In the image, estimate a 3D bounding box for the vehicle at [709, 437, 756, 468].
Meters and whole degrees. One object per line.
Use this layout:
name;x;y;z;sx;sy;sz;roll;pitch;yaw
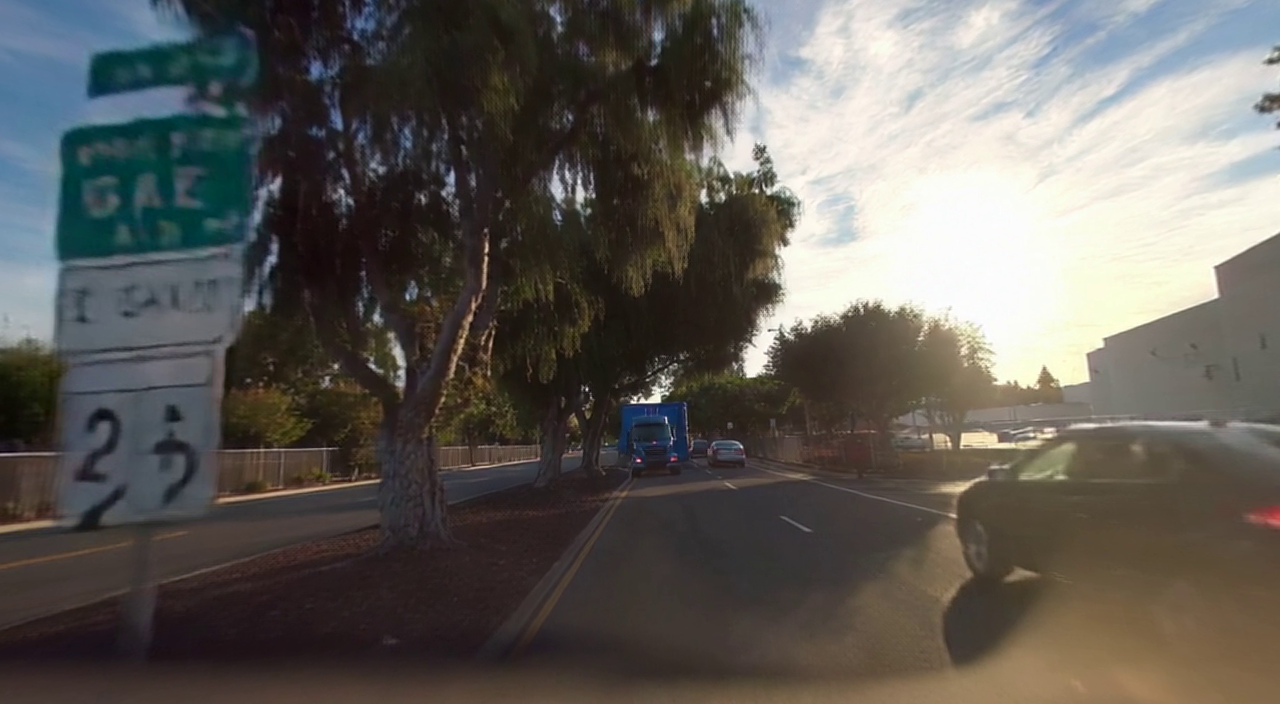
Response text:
vehicle;5.375;5.909;37.225;2.151;1.662;4.543;0;-8;1

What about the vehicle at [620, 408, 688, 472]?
vehicle;0.738;4.663;33.181;3.197;2.963;7.055;0;-8;1

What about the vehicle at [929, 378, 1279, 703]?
vehicle;4.337;1.230;4.936;2.076;1.661;4.524;0;-8;2
